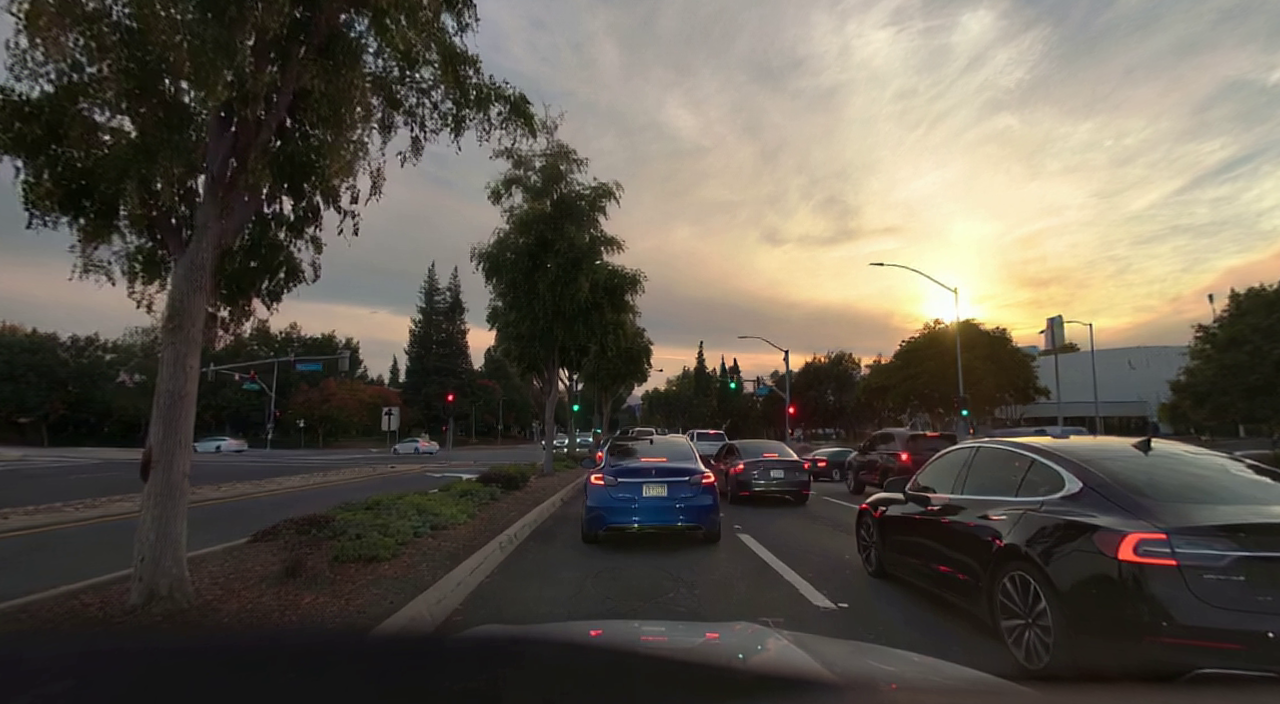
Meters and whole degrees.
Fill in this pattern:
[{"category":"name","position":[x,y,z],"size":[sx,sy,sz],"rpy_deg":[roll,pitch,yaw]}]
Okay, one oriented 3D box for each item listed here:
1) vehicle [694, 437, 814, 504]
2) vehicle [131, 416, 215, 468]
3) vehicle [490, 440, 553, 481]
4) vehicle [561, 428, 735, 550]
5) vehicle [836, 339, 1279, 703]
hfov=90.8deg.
[{"category":"vehicle","position":[2.697,2.920,16.035],"size":[2.058,1.466,4.208],"rpy_deg":[0,-8,-3]},{"category":"vehicle","position":[-29.256,5.657,39.706],"size":[2.608,2.990,3.026],"rpy_deg":[2,-8,1]},{"category":"vehicle","position":[-4.630,4.284,25.265],"size":[1.972,1.457,4.171],"rpy_deg":[0,-8,-4]},{"category":"vehicle","position":[0.036,2.014,10.014],"size":[2.147,1.499,4.240],"rpy_deg":[0,-8,-2]},{"category":"vehicle","position":[3.182,1.109,4.305],"size":[2.167,1.676,4.443],"rpy_deg":[0,-8,-1]}]
